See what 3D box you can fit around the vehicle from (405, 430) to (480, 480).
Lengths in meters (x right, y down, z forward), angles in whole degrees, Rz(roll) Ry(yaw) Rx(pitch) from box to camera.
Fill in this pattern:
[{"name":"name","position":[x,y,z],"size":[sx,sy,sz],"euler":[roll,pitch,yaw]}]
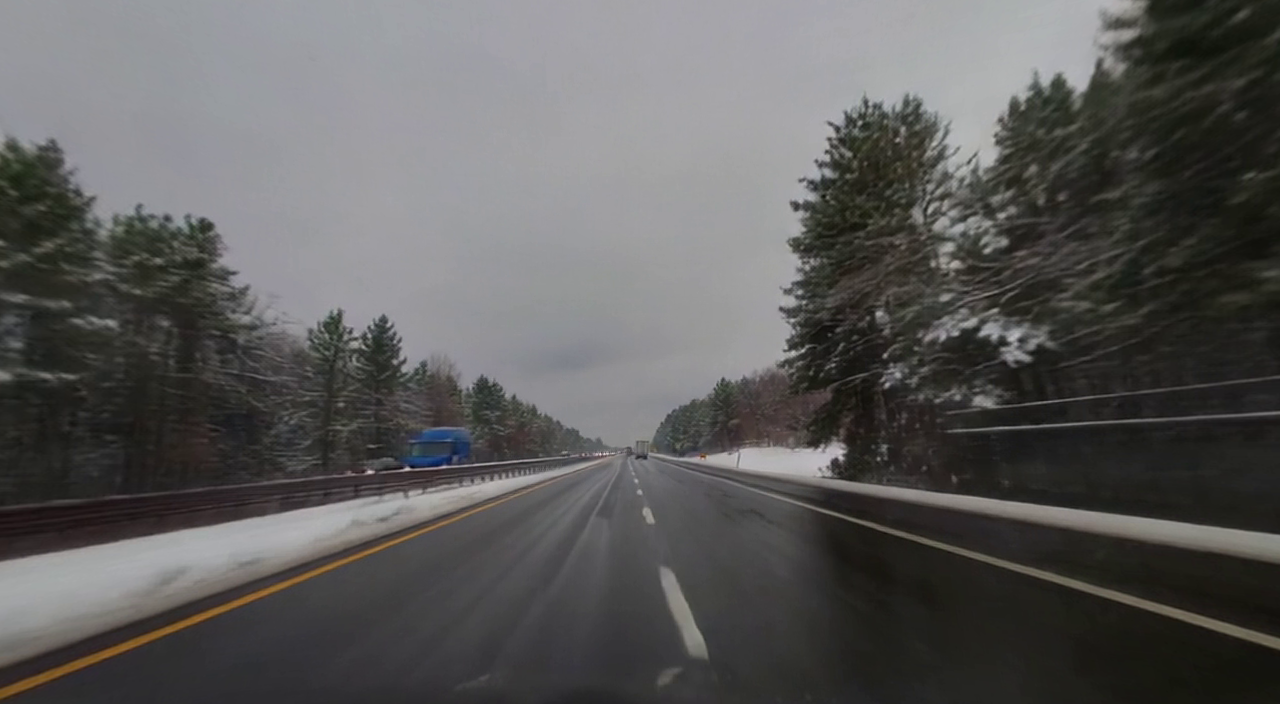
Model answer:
[{"name":"vehicle","position":[-11.438,6.041,37.152],"size":[2.317,2.613,6.793],"euler":[0,-9,-1]}]

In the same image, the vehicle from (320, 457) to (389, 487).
[{"name":"vehicle","position":[-15.676,6.573,34.843],"size":[1.874,1.461,4.339],"euler":[0,-9,-2]}]
